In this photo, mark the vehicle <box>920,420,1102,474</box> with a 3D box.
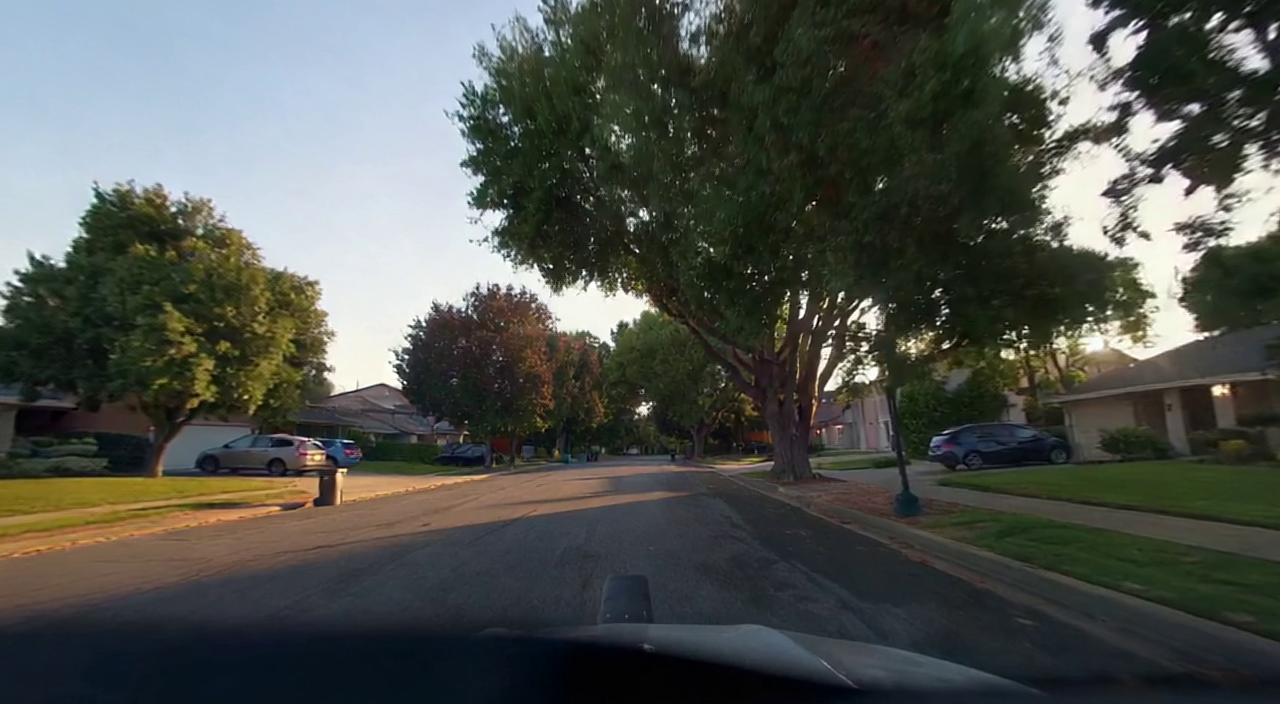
[{"bbox_3d":[11.217,2.911,19.337,4.254,1.538,2.020,0,-8,1],"label":"vehicle"}]

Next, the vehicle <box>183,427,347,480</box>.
[{"bbox_3d":[-13.544,3.688,23.016,4.587,1.786,2.127,0,-9,1],"label":"vehicle"}]
